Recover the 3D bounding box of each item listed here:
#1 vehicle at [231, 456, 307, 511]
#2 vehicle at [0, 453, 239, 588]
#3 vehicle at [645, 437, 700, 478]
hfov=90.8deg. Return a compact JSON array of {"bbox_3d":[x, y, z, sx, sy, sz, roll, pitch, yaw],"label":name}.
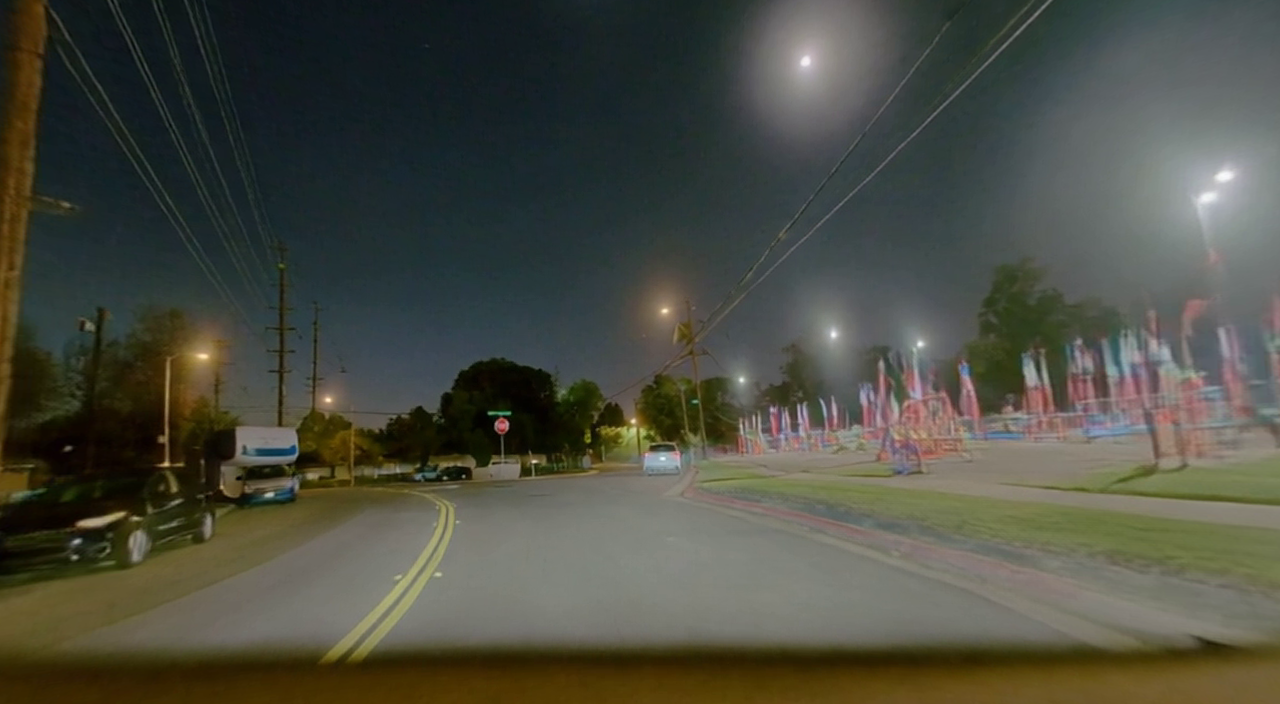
[{"bbox_3d":[-13.554,4.661,22.943,2.103,1.599,4.865,3,-9,-32],"label":"vehicle"},{"bbox_3d":[-8.498,2.559,10.472,2.085,1.545,4.340,1,-7,-18],"label":"vehicle"},{"bbox_3d":[1.644,5.668,34.471,2.508,1.887,5.930,-1,-7,-1],"label":"vehicle"}]
